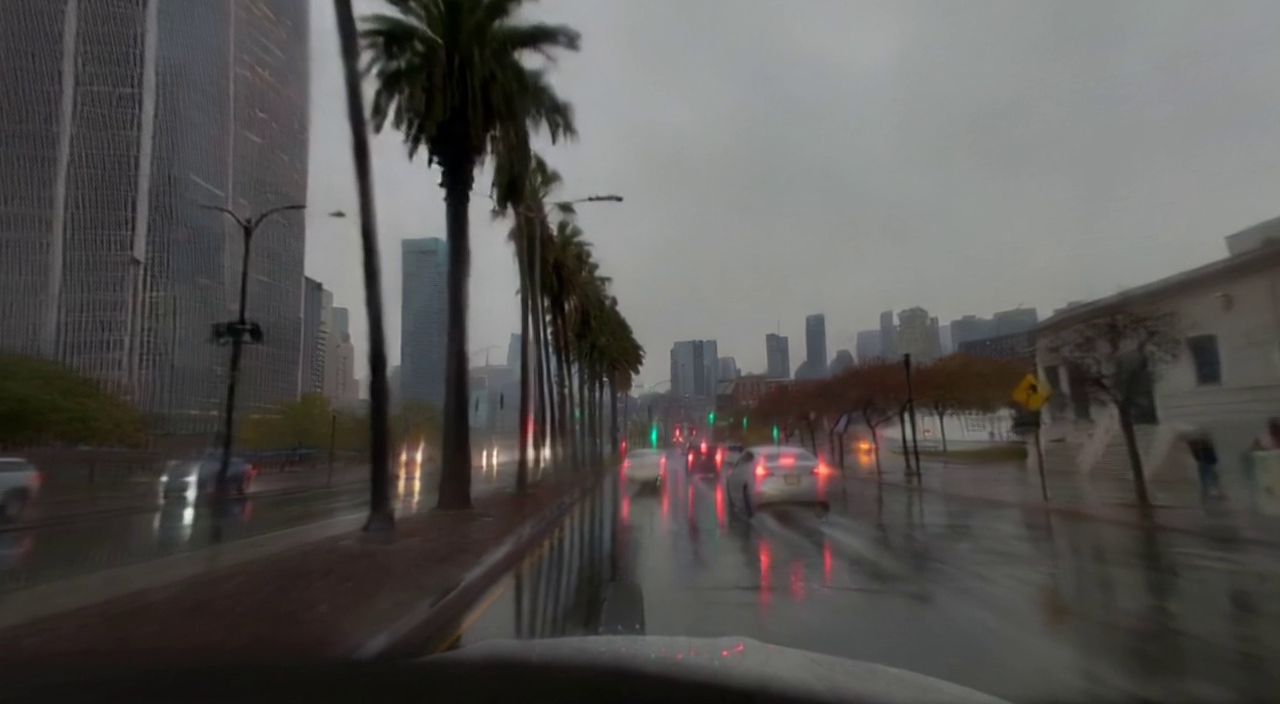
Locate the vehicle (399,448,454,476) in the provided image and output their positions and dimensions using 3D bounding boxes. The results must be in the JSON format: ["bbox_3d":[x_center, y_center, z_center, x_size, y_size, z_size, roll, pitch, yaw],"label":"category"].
[{"bbox_3d":[-15.404,7.940,45.711,2.048,1.830,5.136,-1,-8,3],"label":"vehicle"}]

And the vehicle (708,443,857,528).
[{"bbox_3d":[2.813,2.766,13.788,2.051,1.509,4.933,0,-9,-1],"label":"vehicle"}]

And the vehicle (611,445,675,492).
[{"bbox_3d":[0.167,4.056,22.254,2.077,1.518,3.760,0,-9,2],"label":"vehicle"}]

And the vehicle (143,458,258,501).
[{"bbox_3d":[-18.203,5.265,26.313,1.887,1.569,4.014,0,-9,0],"label":"vehicle"}]
